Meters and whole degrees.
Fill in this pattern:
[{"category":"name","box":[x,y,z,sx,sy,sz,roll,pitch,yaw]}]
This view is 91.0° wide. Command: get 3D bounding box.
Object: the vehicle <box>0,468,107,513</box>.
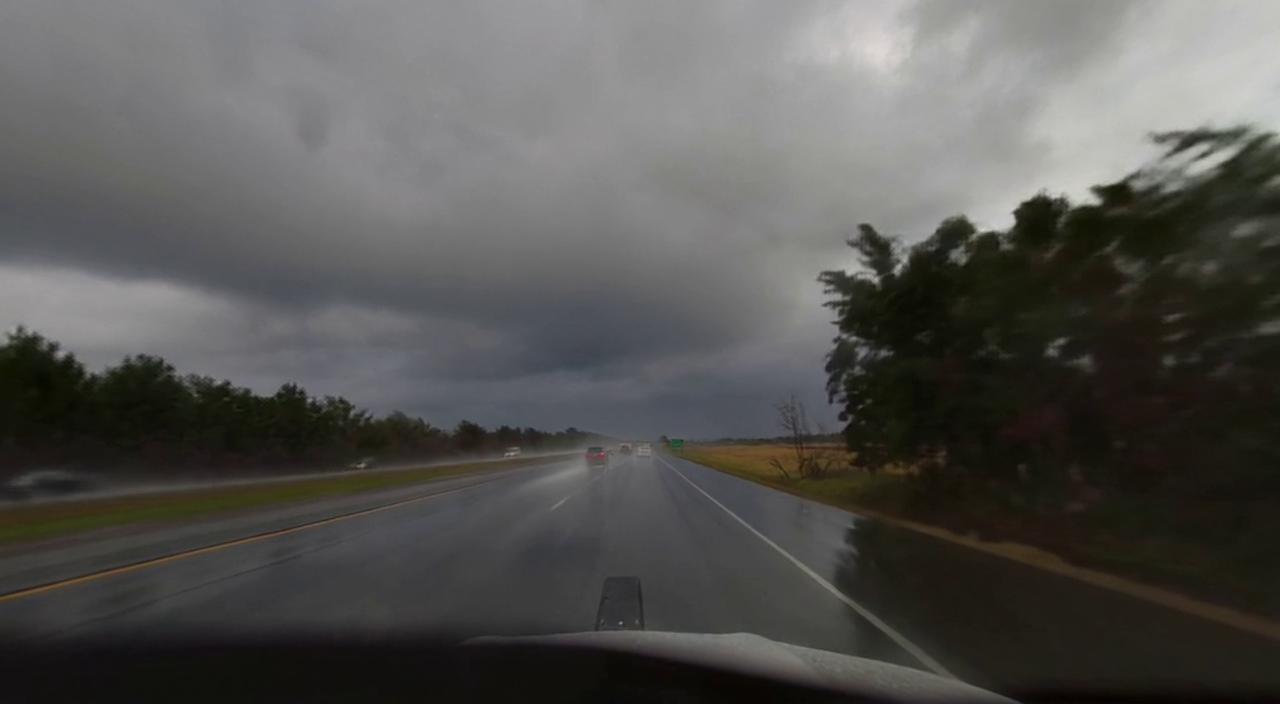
[{"category":"vehicle","box":[-32.627,7.389,34.131,2.239,1.986,5.886,0,-9,0]}]
